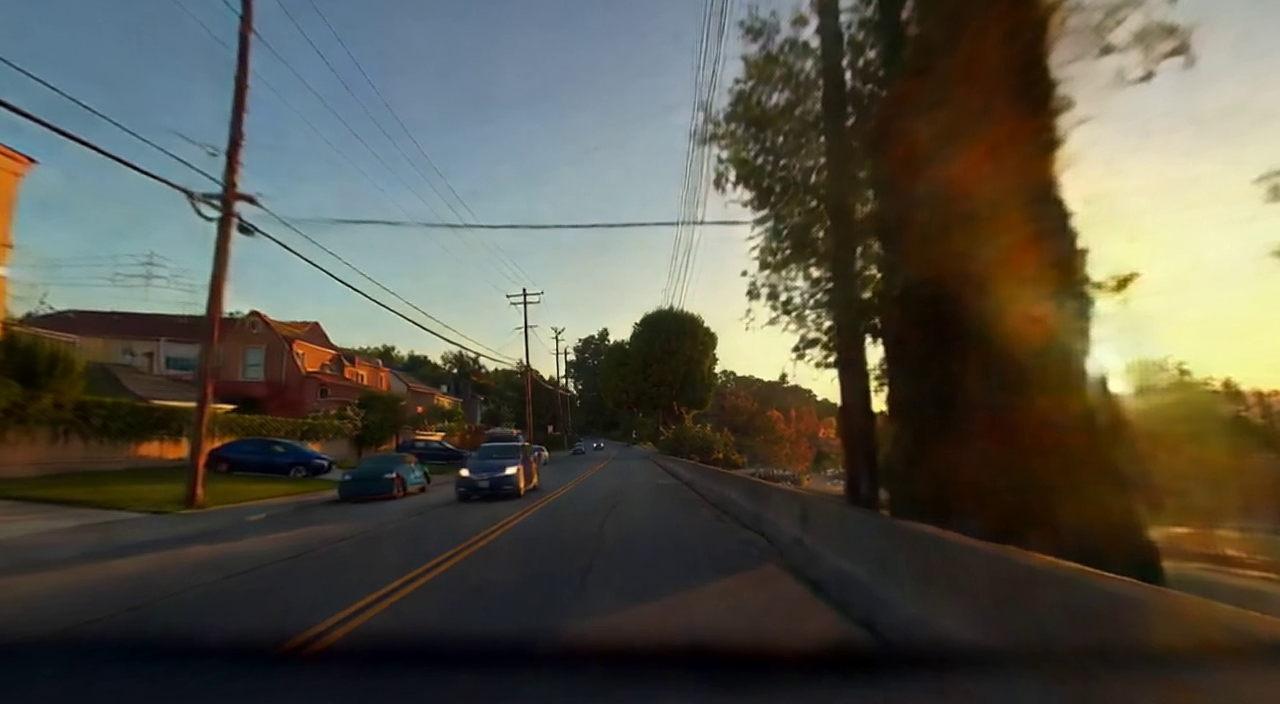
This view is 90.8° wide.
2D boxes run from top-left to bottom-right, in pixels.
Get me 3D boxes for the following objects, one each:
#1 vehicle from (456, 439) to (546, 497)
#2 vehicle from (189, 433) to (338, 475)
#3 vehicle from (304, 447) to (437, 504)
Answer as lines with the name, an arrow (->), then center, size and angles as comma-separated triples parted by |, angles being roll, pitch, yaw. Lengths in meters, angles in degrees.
vehicle -> -3.966, 3.350, 18.681 | 1.796, 1.516, 3.871 | 0, -8, 0
vehicle -> -15.256, 4.182, 25.859 | 4.682, 1.549, 2.032 | 3, -9, -8
vehicle -> -7.809, 3.588, 18.849 | 2.003, 1.460, 4.360 | 0, -8, 1
